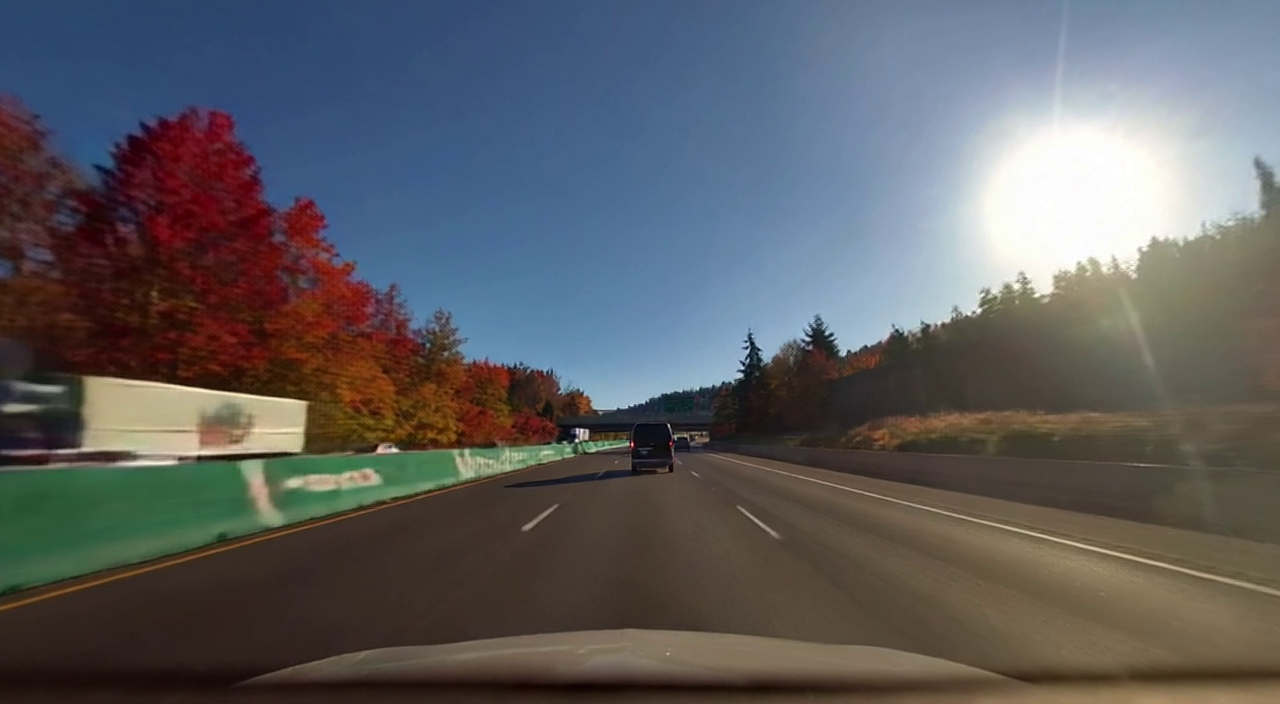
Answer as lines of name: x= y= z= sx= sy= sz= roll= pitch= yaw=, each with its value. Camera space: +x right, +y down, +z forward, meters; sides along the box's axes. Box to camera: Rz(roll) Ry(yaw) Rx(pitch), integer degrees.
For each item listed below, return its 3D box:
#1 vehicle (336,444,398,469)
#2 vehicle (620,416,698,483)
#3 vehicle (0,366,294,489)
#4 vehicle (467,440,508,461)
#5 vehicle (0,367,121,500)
vehicle: x=-16.687 y=6.391 z=38.613 sx=1.826 sy=1.450 sz=4.080 roll=0 pitch=-8 yaw=2
vehicle: x=0.544 y=3.174 z=20.618 sx=2.283 sy=1.956 sz=4.421 roll=0 pitch=-8 yaw=0
vehicle: x=-21.014 y=3.515 z=28.064 sx=2.948 sy=4.094 sz=14.078 roll=0 pitch=-8 yaw=1
vehicle: x=-11.966 y=7.744 z=49.620 sx=1.956 sy=1.510 sz=4.329 roll=0 pitch=-8 yaw=2
vehicle: x=-21.032 y=2.718 z=20.939 sx=2.894 sy=4.043 sz=4.966 roll=1 pitch=-8 yaw=1
